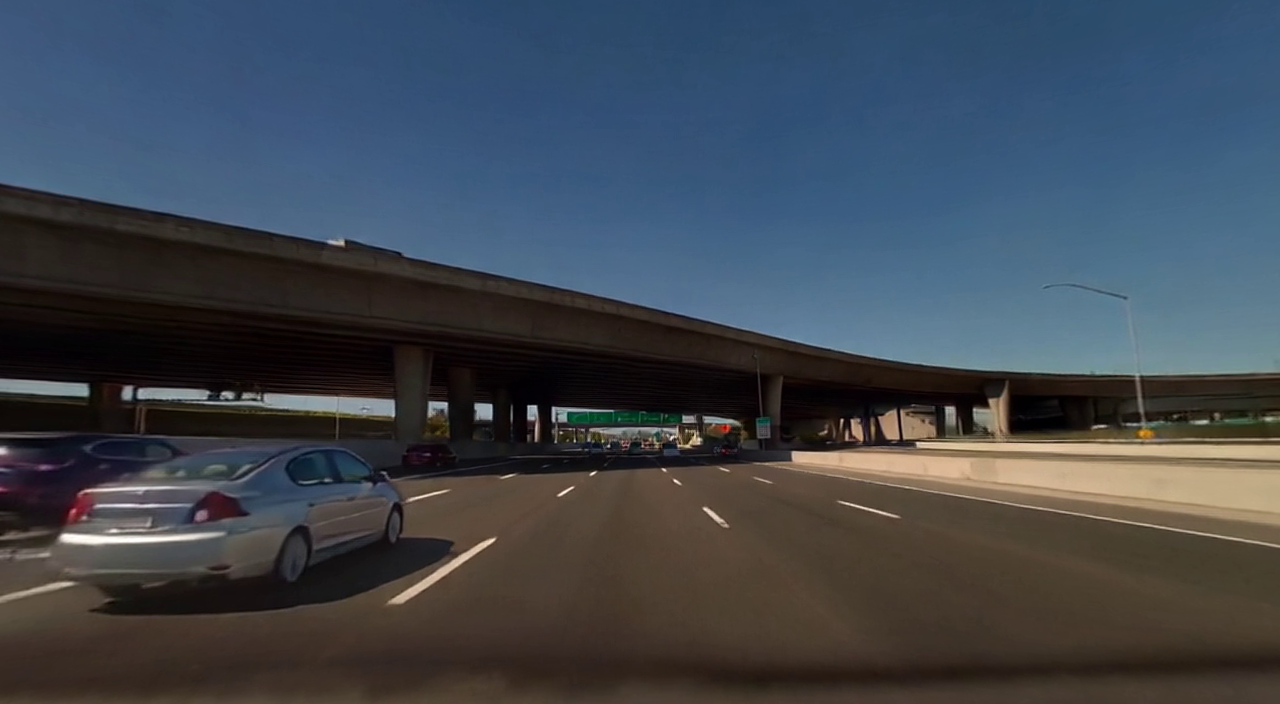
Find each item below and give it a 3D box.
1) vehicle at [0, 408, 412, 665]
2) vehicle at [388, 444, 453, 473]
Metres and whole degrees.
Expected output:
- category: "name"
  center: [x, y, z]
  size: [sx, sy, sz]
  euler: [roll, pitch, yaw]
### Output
- category: "vehicle"
  center: [-4.052, 1.428, 6.069]
  size: [2.051, 1.516, 4.493]
  euler: [0, -8, 0]
- category: "vehicle"
  center: [-11.375, 5.513, 33.032]
  size: [1.861, 1.373, 4.211]
  euler: [0, -8, 0]
